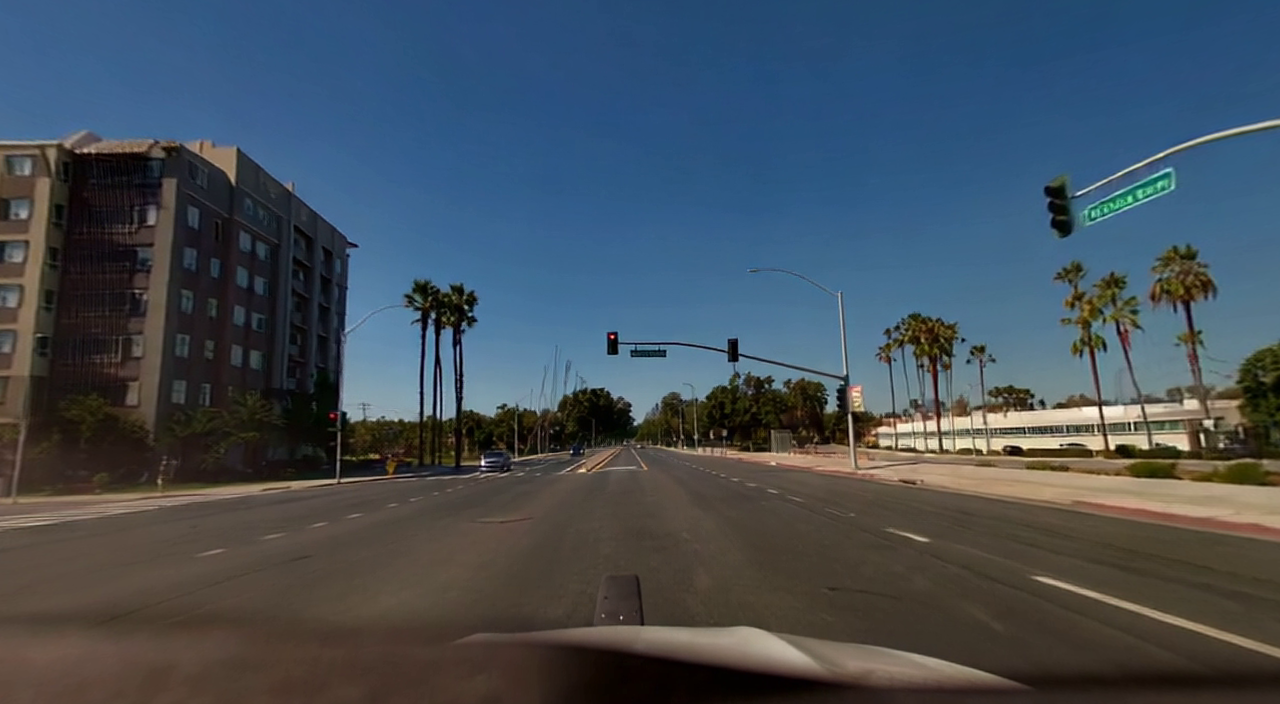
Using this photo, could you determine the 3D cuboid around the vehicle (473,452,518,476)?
[{"bbox_3d":[-9.870,7.656,43.456,2.149,1.477,4.186,0,-9,-1],"label":"vehicle"}]
